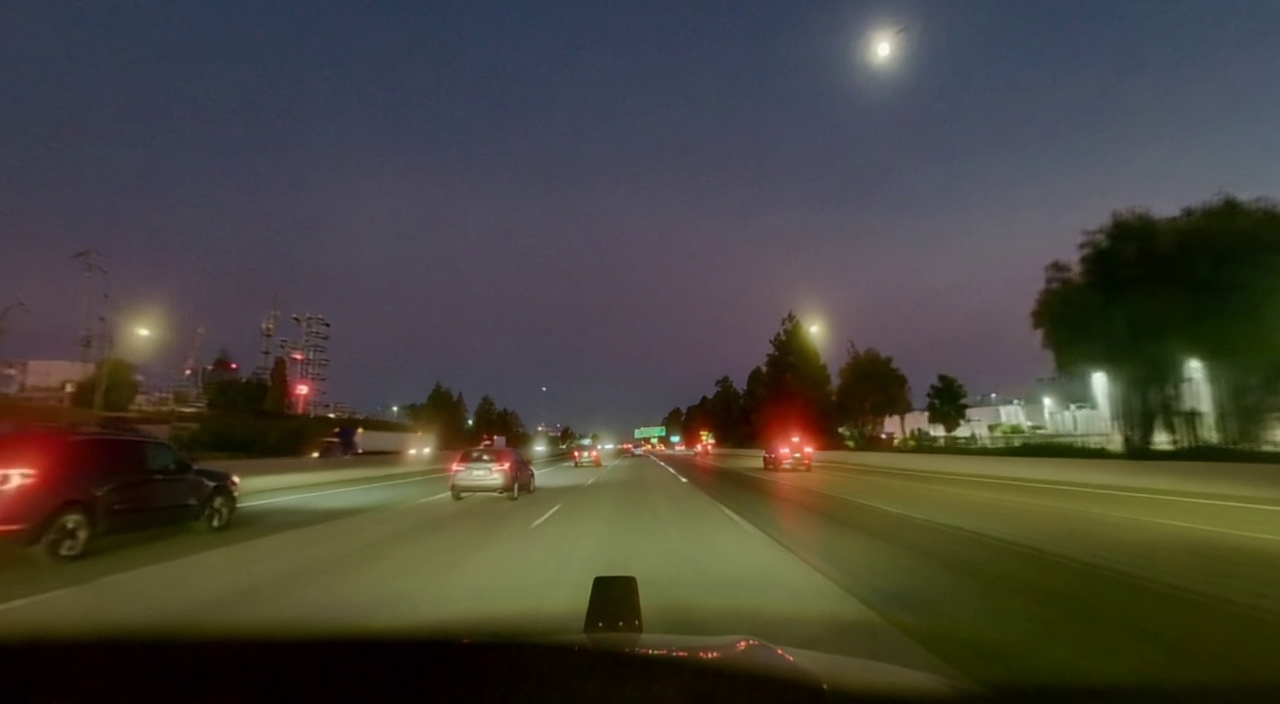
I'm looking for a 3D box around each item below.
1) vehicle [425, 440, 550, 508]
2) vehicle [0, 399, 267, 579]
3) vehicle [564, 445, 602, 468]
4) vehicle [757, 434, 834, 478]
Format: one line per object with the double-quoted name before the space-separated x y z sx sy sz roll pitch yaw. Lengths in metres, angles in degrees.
"vehicle" -3.691 3.052 16.283 2.047 1.469 4.614 0 -9 0
"vehicle" -7.584 1.677 8.281 2.310 1.787 4.955 0 -9 0
"vehicle" -3.701 6.864 41.647 2.078 1.464 4.093 0 -9 0
"vehicle" 6.839 4.638 28.330 2.147 1.769 4.666 0 -9 -2
